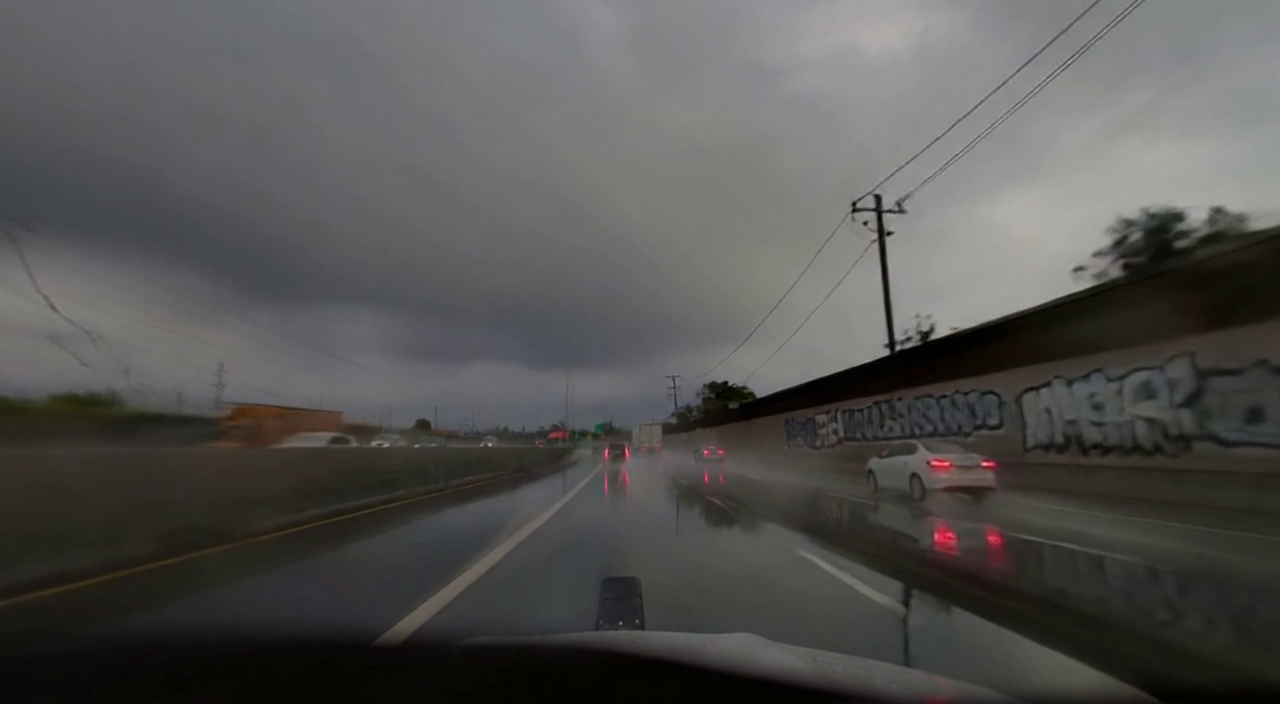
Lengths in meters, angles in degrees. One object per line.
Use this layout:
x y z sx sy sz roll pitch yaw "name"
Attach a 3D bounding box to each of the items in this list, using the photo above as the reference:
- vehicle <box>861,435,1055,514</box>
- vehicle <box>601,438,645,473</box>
7.088 2.769 14.805 2.032 1.525 4.631 0 -9 -2 "vehicle"
-0.898 5.416 33.195 2.191 1.685 3.353 0 -9 -2 "vehicle"
